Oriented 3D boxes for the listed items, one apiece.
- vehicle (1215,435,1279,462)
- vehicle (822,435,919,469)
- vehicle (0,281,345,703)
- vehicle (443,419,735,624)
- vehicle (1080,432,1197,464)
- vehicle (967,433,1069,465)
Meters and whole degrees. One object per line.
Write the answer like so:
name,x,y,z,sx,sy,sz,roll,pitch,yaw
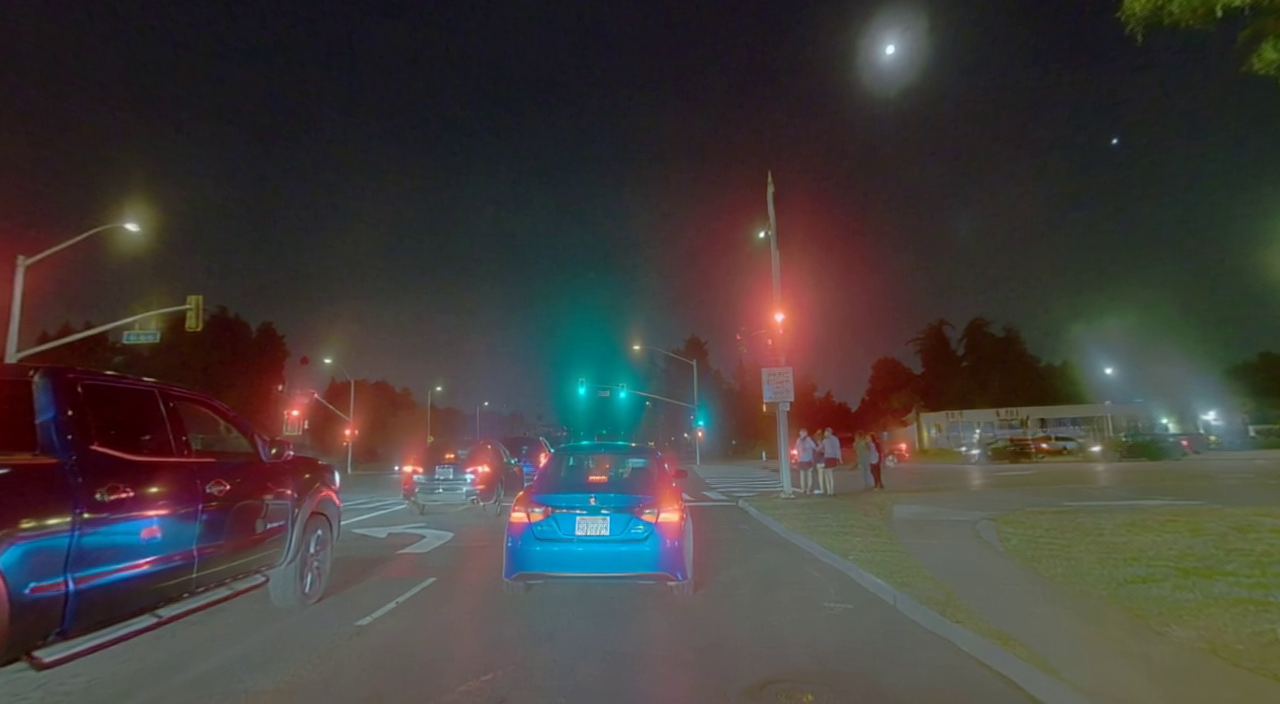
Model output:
vehicle,36.268,5.518,36.146,4.643,1.464,1.840,-1,-9,3
vehicle,12.214,5.338,33.628,4.394,1.724,1.886,0,-9,1
vehicle,-3.680,0.745,2.809,2.202,1.961,4.980,0,-9,1
vehicle,-0.374,1.590,6.942,2.144,1.497,4.446,0,-9,0
vehicle,28.935,5.576,36.713,4.967,1.794,2.044,0,-9,2
vehicle,21.943,5.661,36.712,4.529,1.786,2.110,0,-9,2
